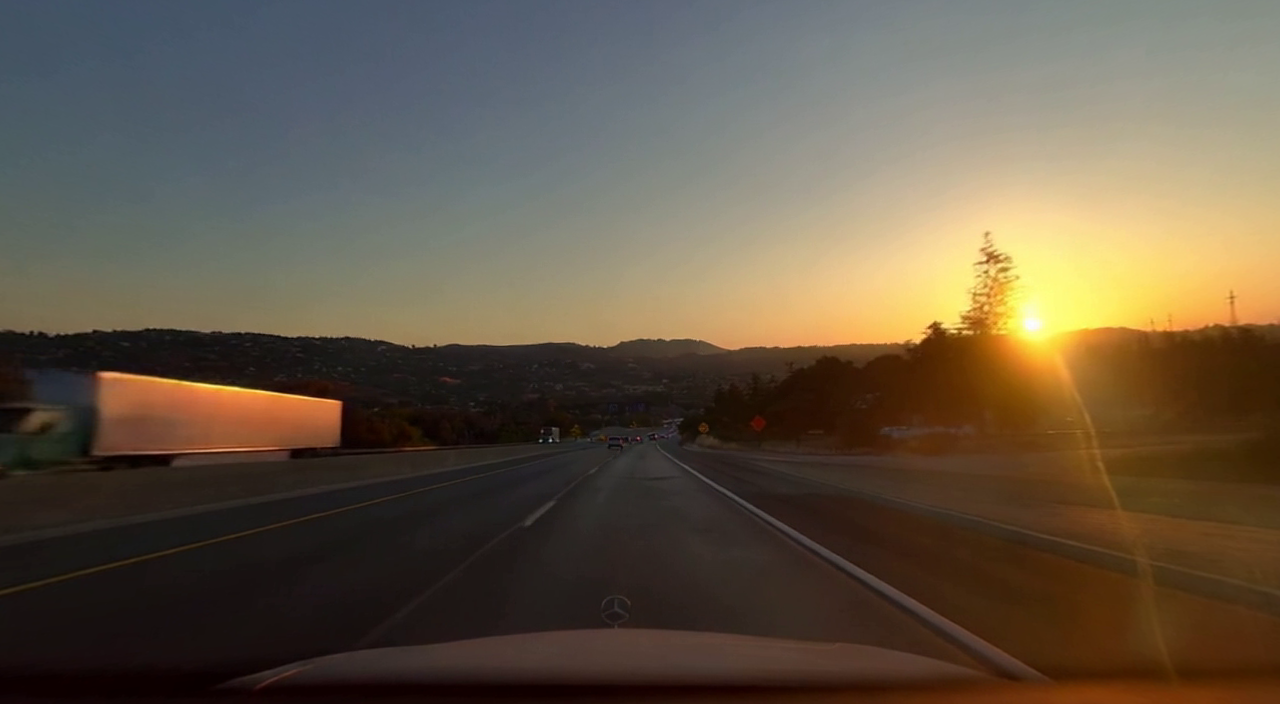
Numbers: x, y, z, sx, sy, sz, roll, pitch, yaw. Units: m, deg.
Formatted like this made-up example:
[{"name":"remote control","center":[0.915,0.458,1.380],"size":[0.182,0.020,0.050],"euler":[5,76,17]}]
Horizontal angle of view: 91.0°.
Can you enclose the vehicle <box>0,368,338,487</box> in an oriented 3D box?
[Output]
[{"name":"vehicle","center":[-20.996,3.823,30.255],"size":[3.342,3.886,19.463],"euler":[-1,-8,0]}]
